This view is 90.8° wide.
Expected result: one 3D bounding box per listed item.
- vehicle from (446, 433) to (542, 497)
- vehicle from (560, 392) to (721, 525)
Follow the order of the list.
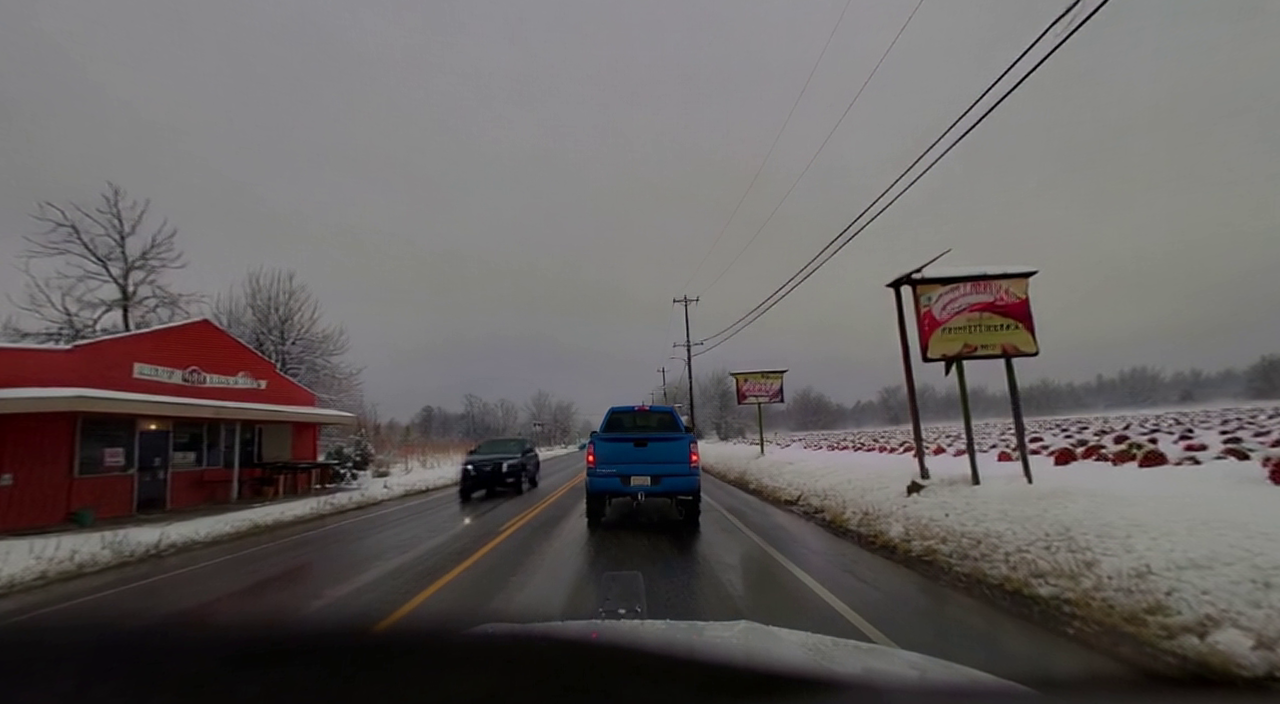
[{"bbox_3d":[-4.478,3.515,20.081,2.081,1.681,4.325,-3,-8,-1],"label":"vehicle"},{"bbox_3d":[-0.083,2.215,13.635,2.693,2.223,5.885,0,-8,-2],"label":"vehicle"}]
